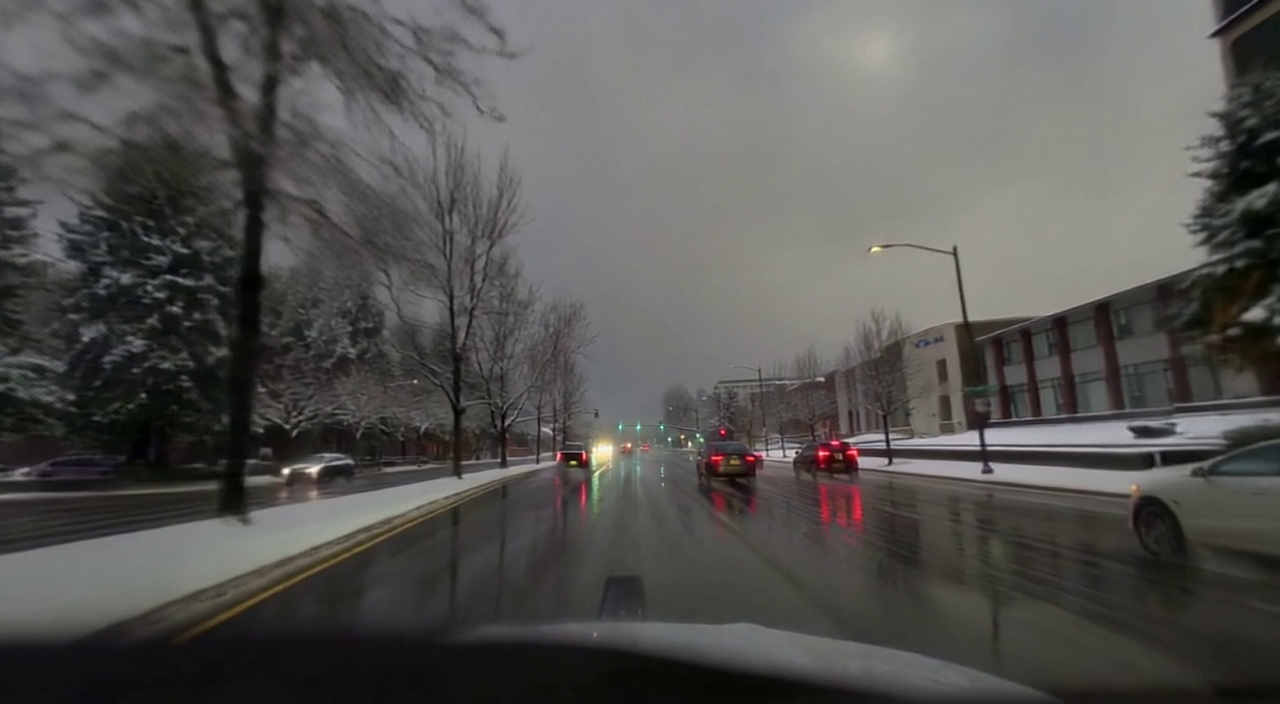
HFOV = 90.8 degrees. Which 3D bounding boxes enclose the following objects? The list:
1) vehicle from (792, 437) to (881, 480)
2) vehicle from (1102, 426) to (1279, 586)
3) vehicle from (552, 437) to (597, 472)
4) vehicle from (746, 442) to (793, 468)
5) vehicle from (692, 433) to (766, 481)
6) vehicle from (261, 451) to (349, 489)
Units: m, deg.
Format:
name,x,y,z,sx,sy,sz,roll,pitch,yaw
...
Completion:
name,x,y,z,sx,sy,sz,roll,pitch,yaw
vehicle,7.578,4.162,24.908,1.944,1.503,4.723,0,-8,-1
vehicle,6.755,1.387,5.688,1.830,1.443,4.351,0,-8,-1
vehicle,-3.510,5.603,34.732,2.155,1.797,3.989,0,-8,-2
vehicle,7.749,6.189,38.144,1.884,1.478,4.164,0,-8,-1
vehicle,3.470,4.219,25.611,2.152,1.742,4.704,0,-8,-2
vehicle,-16.688,5.840,31.745,1.954,1.699,4.542,0,-8,0
